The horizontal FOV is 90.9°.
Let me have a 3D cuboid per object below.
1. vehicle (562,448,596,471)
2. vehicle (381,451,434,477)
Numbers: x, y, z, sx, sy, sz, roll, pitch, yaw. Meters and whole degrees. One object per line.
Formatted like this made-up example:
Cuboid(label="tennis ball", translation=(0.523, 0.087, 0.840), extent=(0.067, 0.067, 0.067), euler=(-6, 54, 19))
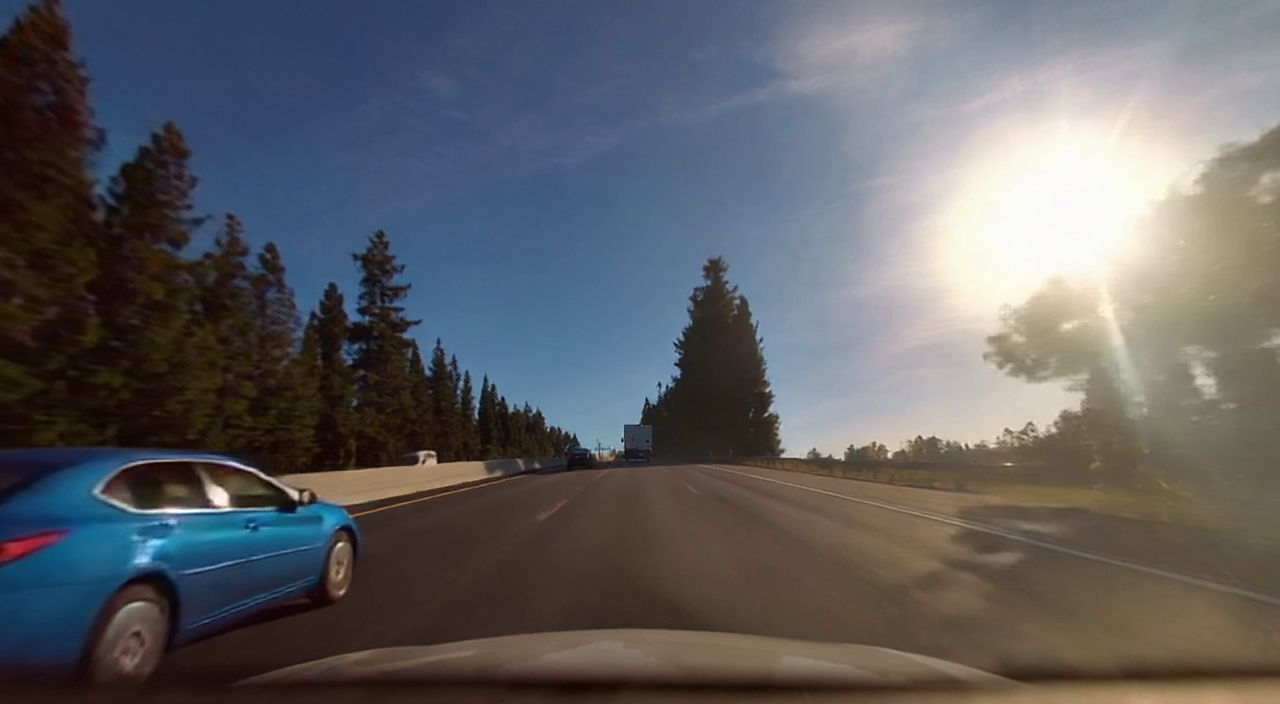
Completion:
Cuboid(label="vehicle", translation=(-4.245, 7.481, 44.157), extent=(1.916, 1.506, 4.476), euler=(0, -9, 0))
Cuboid(label="vehicle", translation=(-16.728, 8.049, 45.603), extent=(2.191, 1.757, 4.202), euler=(0, -9, 0))
